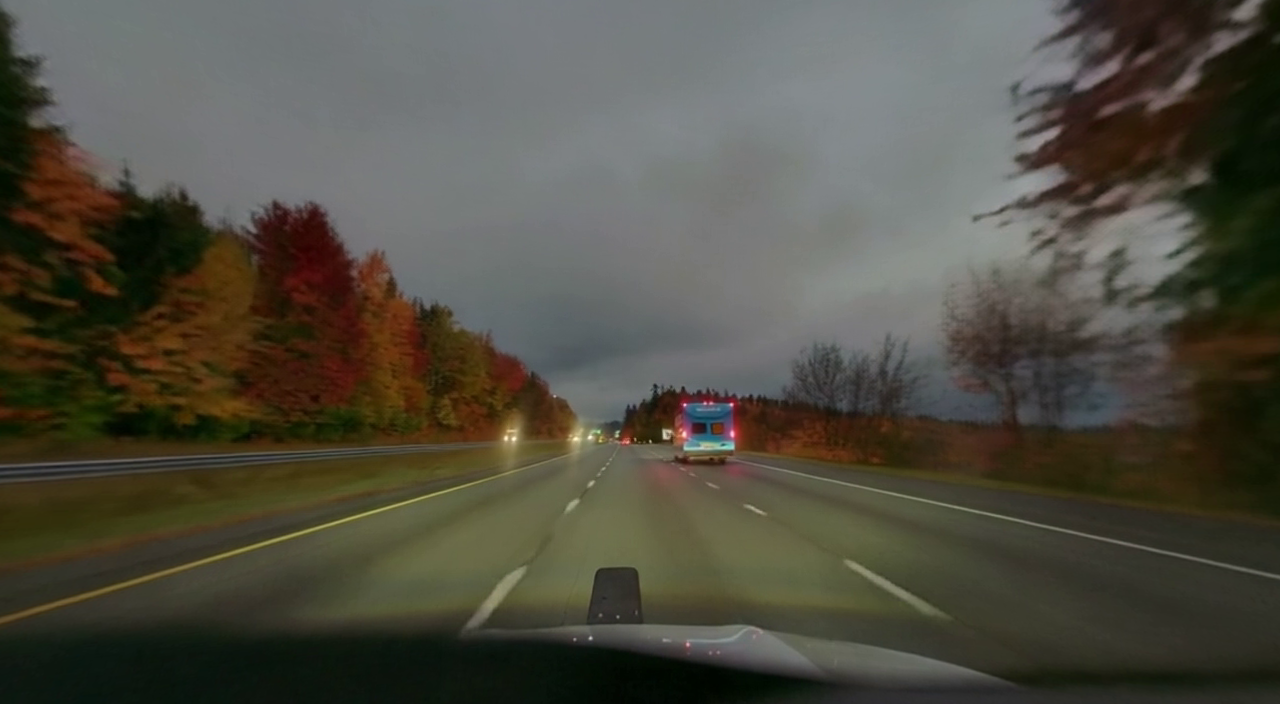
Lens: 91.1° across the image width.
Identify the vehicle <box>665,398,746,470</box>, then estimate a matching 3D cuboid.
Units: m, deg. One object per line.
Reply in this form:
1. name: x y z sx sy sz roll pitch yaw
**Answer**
1. vehicle: 2.777 3.771 28.853 2.815 2.876 7.101 0 -8 -1
